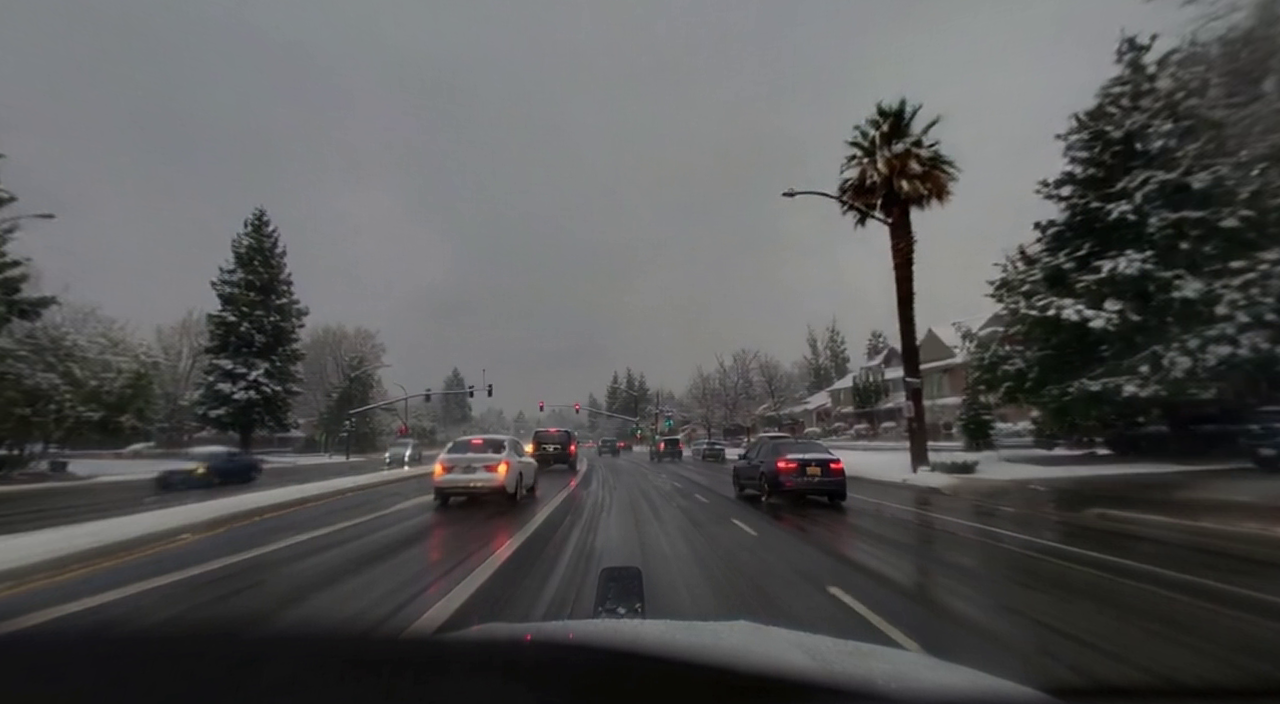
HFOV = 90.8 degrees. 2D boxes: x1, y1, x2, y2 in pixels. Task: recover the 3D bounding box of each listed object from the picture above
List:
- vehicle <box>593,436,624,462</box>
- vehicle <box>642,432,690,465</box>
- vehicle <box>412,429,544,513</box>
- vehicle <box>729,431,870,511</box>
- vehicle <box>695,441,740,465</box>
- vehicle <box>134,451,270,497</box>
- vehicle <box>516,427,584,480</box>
[{"bbox_3d":[-2.470,7.439,48.385,2.164,1.867,4.254,1,-9,-6],"label":"vehicle"},{"bbox_3d":[1.582,6.230,40.758,2.391,1.960,5.600,1,-9,-5],"label":"vehicle"},{"bbox_3d":[-3.383,2.563,14.060,1.922,1.577,4.140,0,-9,-2],"label":"vehicle"},{"bbox_3d":[3.313,2.555,14.007,1.870,1.491,4.009,0,-9,-3],"label":"vehicle"},{"bbox_3d":[5.101,6.758,42.360,1.989,1.459,4.700,1,-9,-6],"label":"vehicle"},{"bbox_3d":[-15.600,4.324,22.851,2.004,1.465,4.300,0,-9,-3],"label":"vehicle"},{"bbox_3d":[-3.625,4.245,26.701,2.354,1.948,6.355,0,-9,-4],"label":"vehicle"}]
